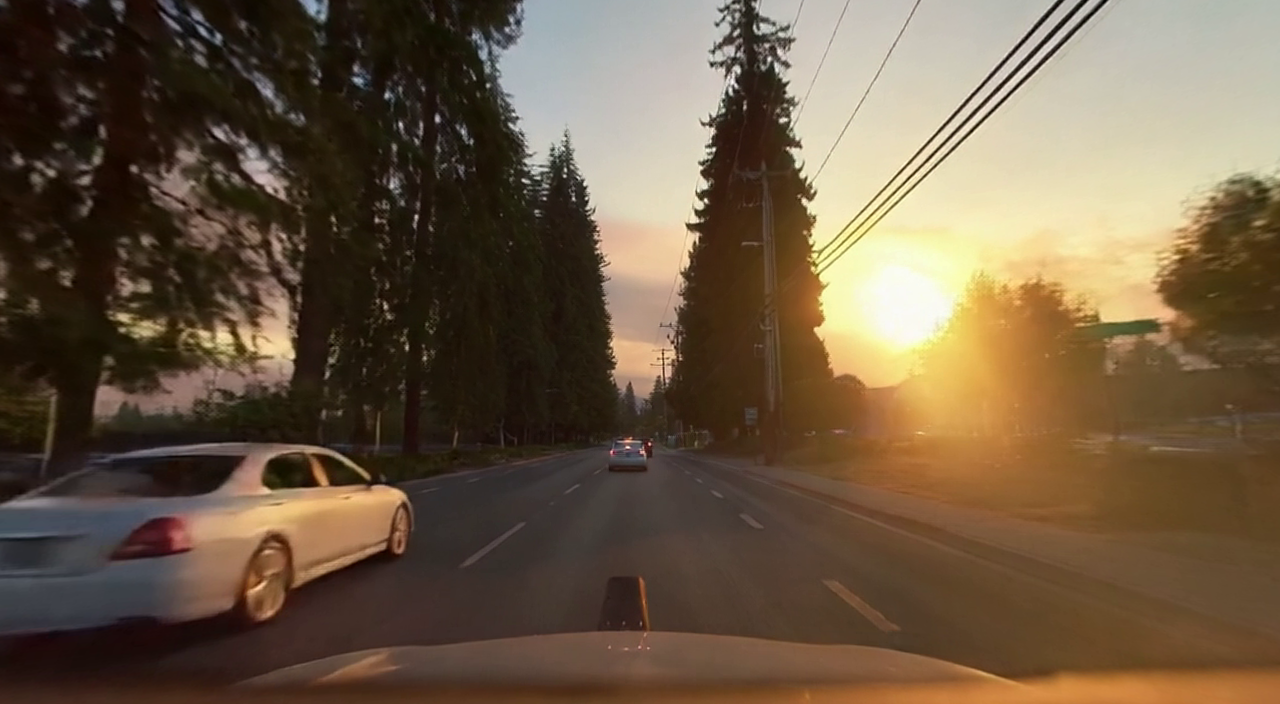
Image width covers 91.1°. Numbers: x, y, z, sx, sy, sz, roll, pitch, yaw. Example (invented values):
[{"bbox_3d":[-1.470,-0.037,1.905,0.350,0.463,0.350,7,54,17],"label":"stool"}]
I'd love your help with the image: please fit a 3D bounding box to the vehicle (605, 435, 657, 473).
[{"bbox_3d":[-0.357,4.245,26.357,1.991,1.463,3.988,0,-9,0],"label":"vehicle"}]
